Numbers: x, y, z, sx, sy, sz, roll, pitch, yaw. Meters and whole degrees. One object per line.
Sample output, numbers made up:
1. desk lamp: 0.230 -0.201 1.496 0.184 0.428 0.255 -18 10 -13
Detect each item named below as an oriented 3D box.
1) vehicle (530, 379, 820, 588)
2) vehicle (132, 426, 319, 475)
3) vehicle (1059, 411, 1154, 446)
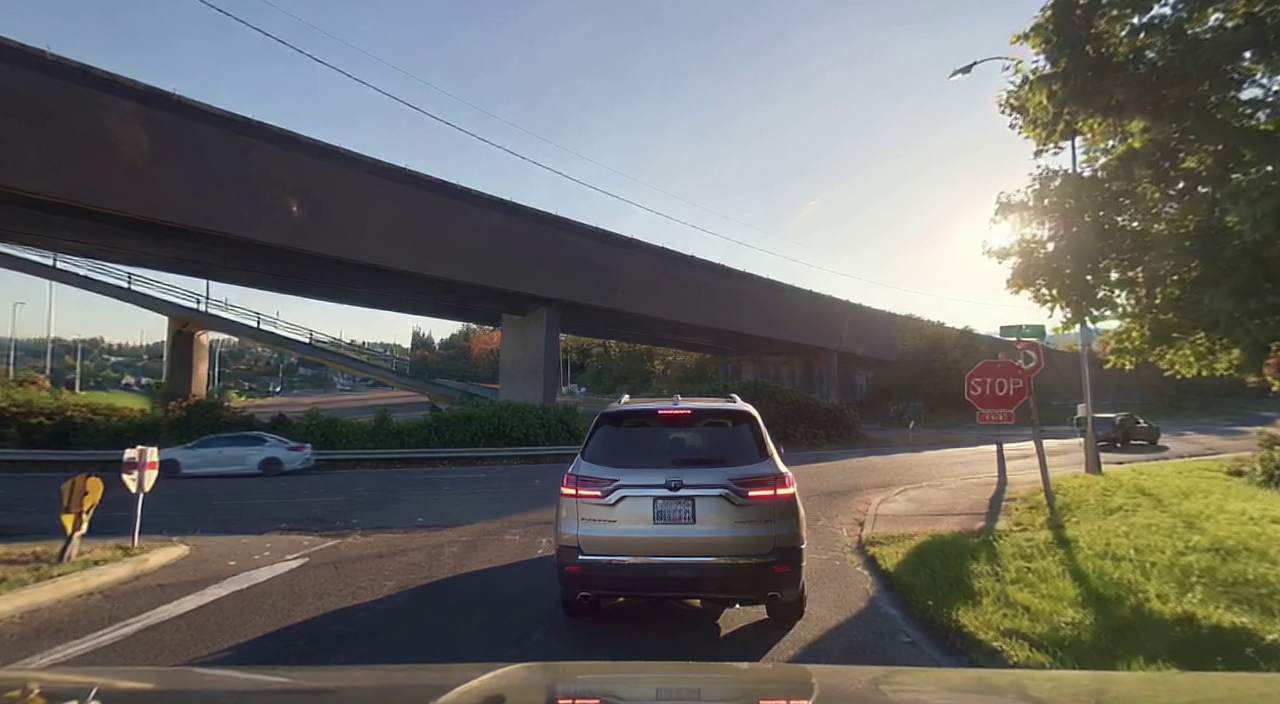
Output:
1. vehicle: 0.338 1.466 7.710 2.494 1.804 4.336 0 -9 1
2. vehicle: -13.825 3.331 21.440 5.032 1.497 1.897 5 -10 -29
3. vehicle: 24.350 4.028 32.909 4.413 1.717 2.073 4 -10 -27
